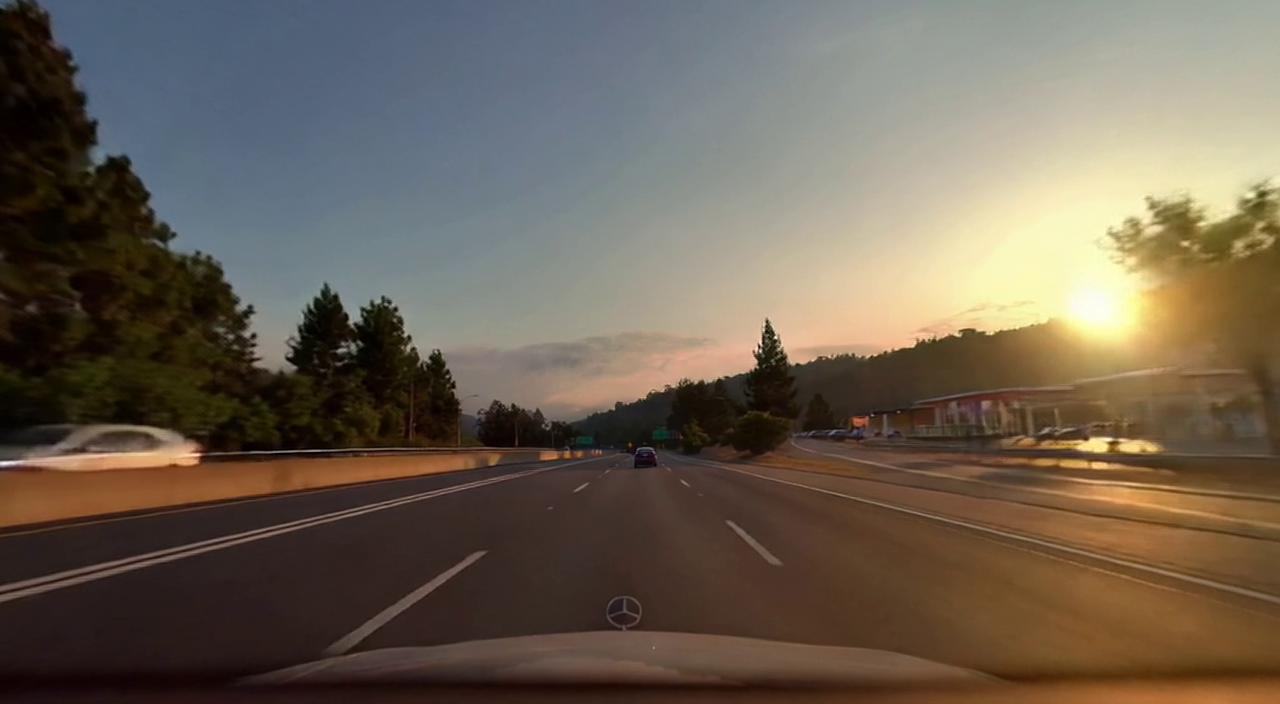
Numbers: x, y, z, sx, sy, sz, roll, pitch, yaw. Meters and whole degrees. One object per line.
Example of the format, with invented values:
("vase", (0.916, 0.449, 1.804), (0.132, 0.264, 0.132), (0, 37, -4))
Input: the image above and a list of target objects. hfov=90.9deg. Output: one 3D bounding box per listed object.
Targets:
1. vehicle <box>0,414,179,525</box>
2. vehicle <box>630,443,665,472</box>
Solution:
("vehicle", (-12.445, 2.398, 13.142), (2.102, 1.955, 4.656), (0, -9, 0))
("vehicle", (0.477, 6.622, 39.784), (2.087, 1.682, 4.388), (0, -9, 0))
